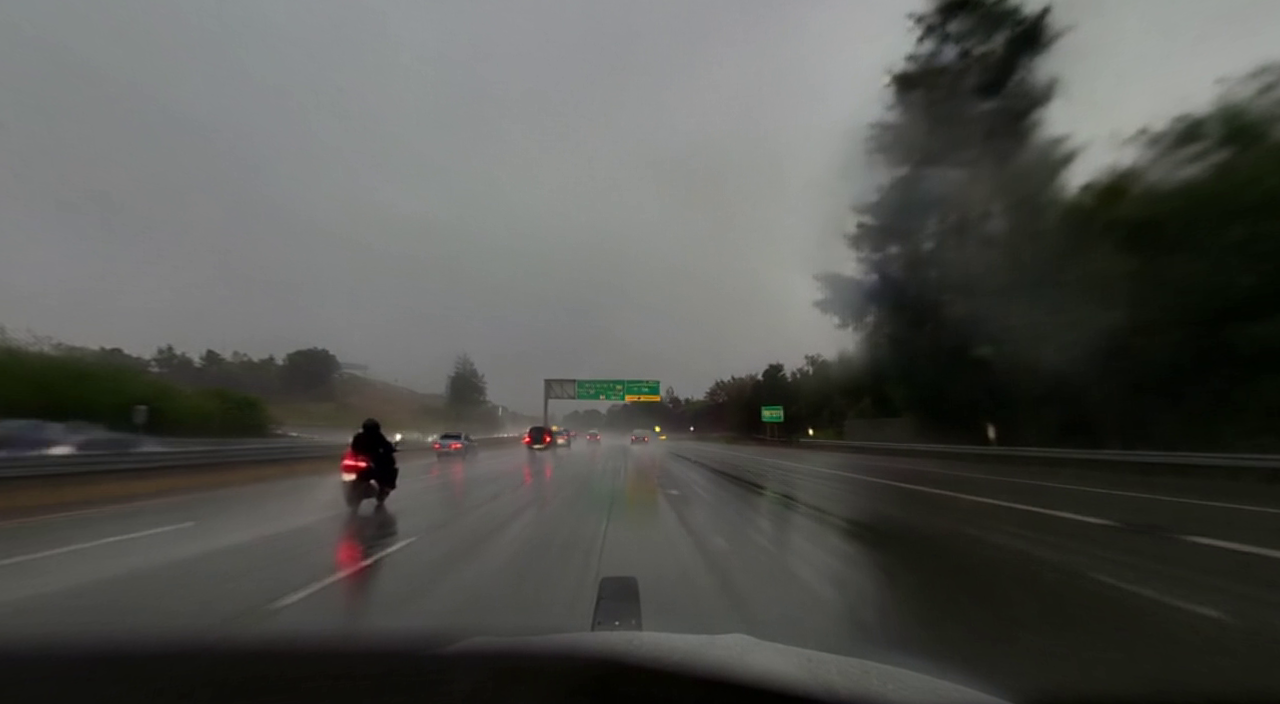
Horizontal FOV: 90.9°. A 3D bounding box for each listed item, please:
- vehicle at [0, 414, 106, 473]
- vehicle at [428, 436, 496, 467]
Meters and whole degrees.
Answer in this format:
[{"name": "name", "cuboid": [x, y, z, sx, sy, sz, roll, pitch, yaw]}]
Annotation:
[{"name": "vehicle", "cuboid": [-16.853, 2.399, 16.593, 1.838, 1.466, 4.221, 0, -8, 0]}, {"name": "vehicle", "cuboid": [-8.698, 4.860, 31.220, 2.053, 1.409, 4.704, 0, -8, -1]}]
